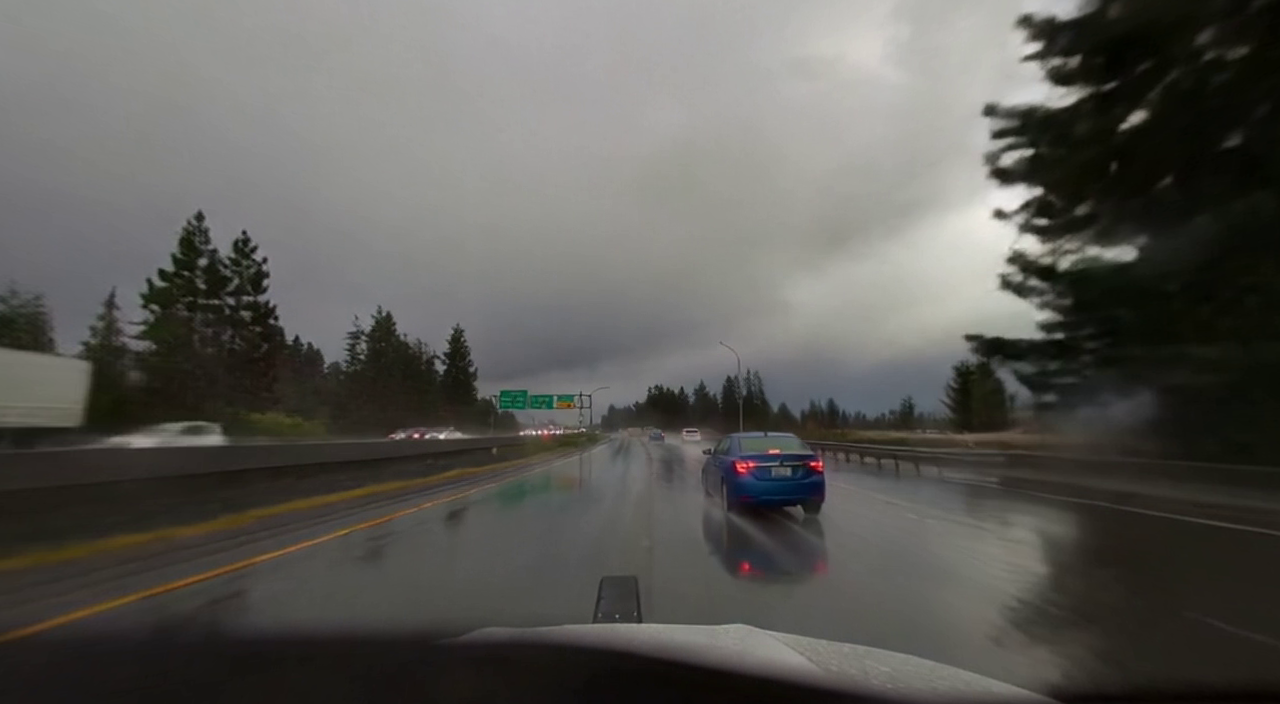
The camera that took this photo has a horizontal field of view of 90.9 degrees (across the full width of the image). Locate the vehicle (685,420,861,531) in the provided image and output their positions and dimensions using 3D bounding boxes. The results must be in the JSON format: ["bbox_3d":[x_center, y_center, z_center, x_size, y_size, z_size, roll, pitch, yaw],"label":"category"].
[{"bbox_3d":[1.900,1.905,10.437,1.977,1.443,4.225,0,-8,0],"label":"vehicle"}]

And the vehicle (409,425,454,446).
[{"bbox_3d":[-16.213,6.518,49.199,2.012,1.579,4.363,0,-8,0],"label":"vehicle"}]

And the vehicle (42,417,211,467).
[{"bbox_3d":[-16.449,2.912,20.520,1.875,1.454,4.252,0,-8,1],"label":"vehicle"}]
